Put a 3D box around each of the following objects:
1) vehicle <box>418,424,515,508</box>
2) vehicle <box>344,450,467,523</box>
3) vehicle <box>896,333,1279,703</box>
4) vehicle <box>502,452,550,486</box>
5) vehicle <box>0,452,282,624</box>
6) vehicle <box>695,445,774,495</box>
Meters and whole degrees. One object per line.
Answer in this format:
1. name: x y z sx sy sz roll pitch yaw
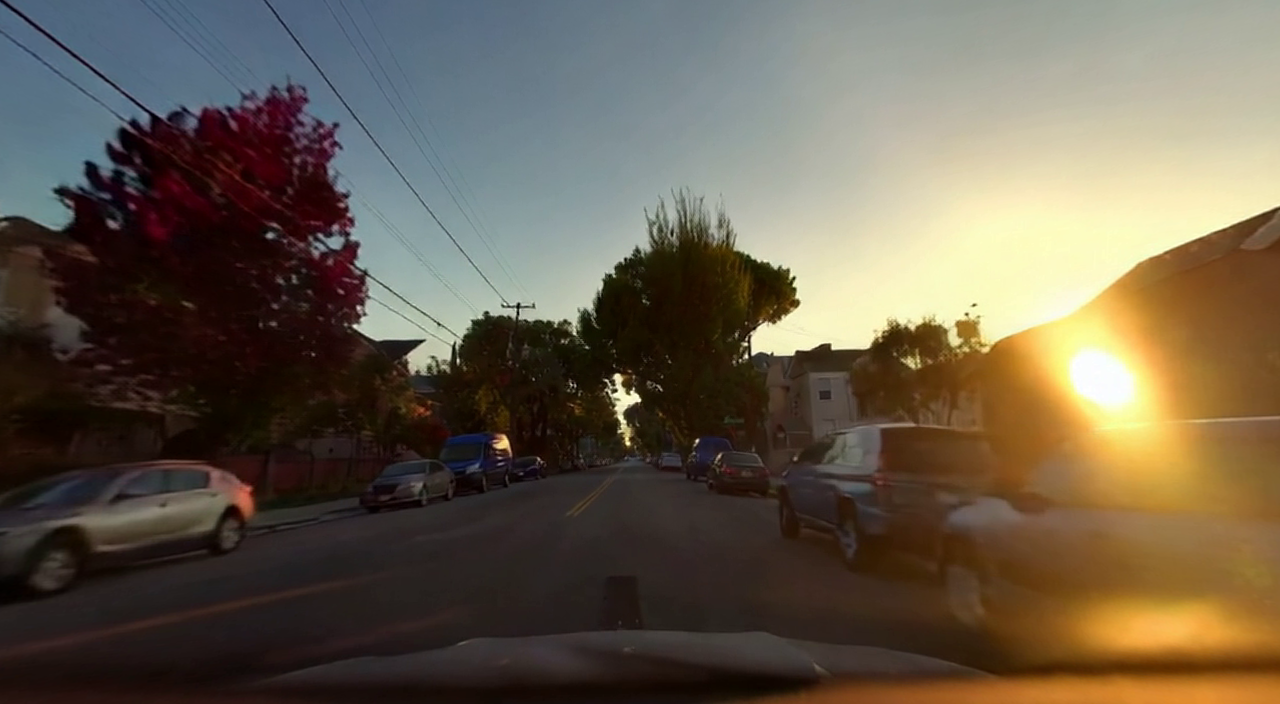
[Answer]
1. vehicle: -7.018 4.566 26.280 2.508 2.712 5.809 -1 -3 0
2. vehicle: -6.950 3.974 19.212 2.027 1.563 4.594 -2 -5 0
3. vehicle: 3.215 0.951 2.980 2.013 1.775 4.570 0 -8 -1
4. vehicle: -6.997 7.169 39.007 2.057 1.632 4.730 0 -5 0
5. vehicle: -6.853 2.121 8.096 1.874 1.569 4.318 1 -10 1
6. vehicle: 2.992 3.839 20.902 1.796 1.449 4.373 0 -9 -2
